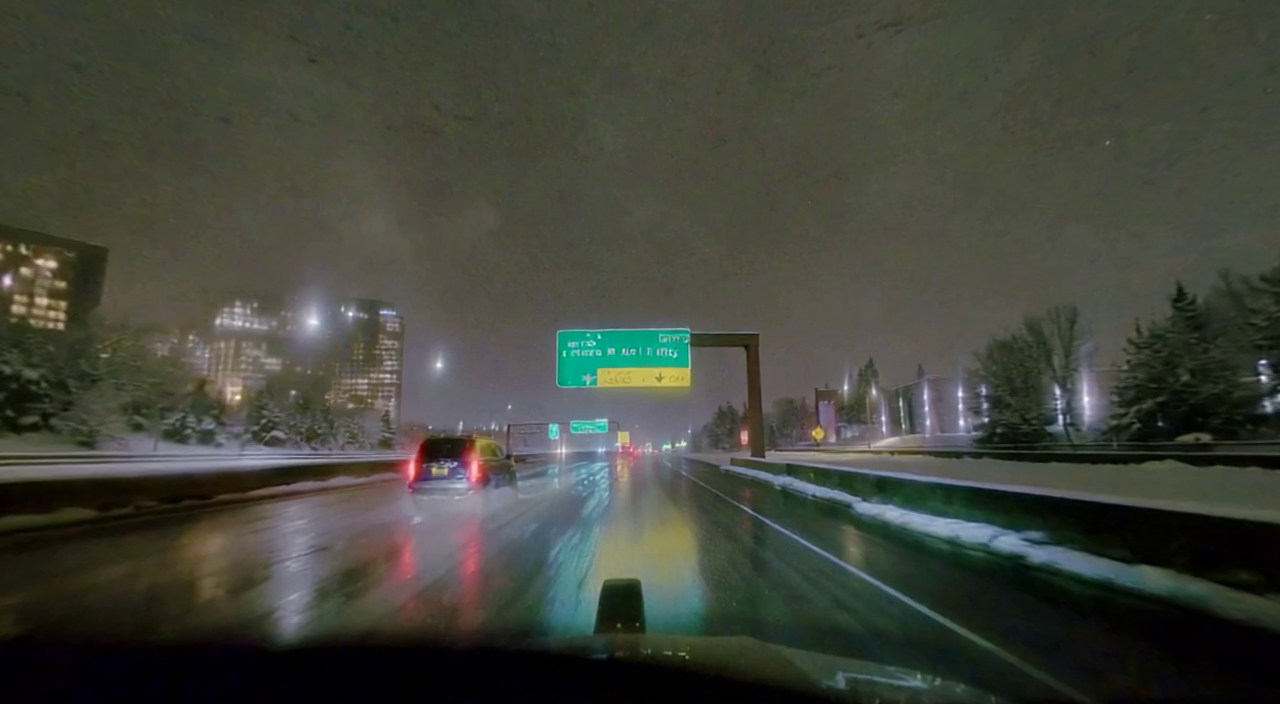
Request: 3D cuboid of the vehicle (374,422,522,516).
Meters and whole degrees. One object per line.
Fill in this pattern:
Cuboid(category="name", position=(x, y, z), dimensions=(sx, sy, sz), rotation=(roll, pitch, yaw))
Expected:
Cuboid(category="vehicle", position=(-4.124, 2.590, 14.426), dimensions=(2.047, 1.786, 4.217), rotation=(0, -8, 0))
